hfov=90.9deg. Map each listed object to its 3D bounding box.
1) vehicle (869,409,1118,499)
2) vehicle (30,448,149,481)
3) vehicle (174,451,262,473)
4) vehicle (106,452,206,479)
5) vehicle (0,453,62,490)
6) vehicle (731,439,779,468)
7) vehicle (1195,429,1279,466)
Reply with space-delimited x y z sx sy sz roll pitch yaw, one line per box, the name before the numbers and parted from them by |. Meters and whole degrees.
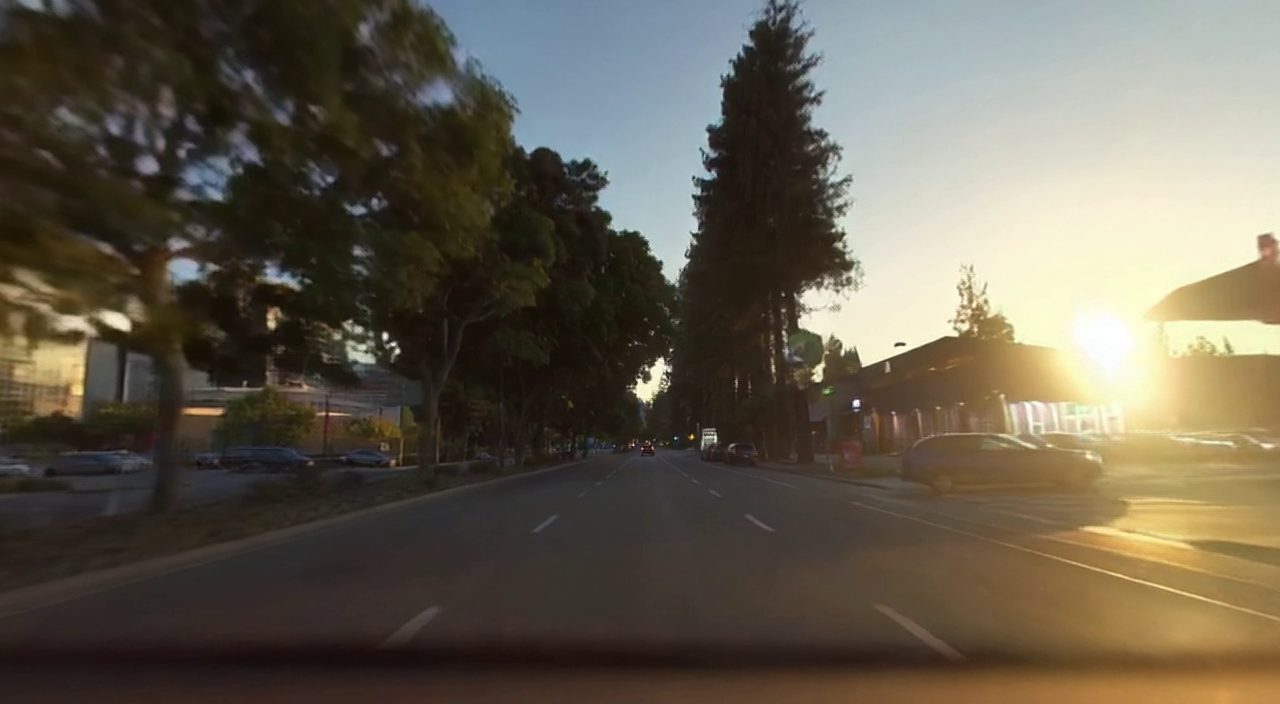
vehicle | 9.058 2.715 16.883 5.329 2.114 2.325 -3 -9 18
vehicle | -32.661 6.686 37.512 4.923 1.843 2.179 0 -9 0
vehicle | -32.646 8.516 48.837 5.238 1.618 2.263 -1 -8 1
vehicle | -33.091 7.750 43.177 4.993 1.742 2.124 0 -8 0
vehicle | -38.811 7.359 38.979 1.904 2.047 4.395 0 -8 -2
vehicle | 7.215 6.437 40.187 2.084 1.736 4.754 0 -8 -1
vehicle | 29.660 4.528 30.019 4.342 1.713 2.036 -1 -8 2
